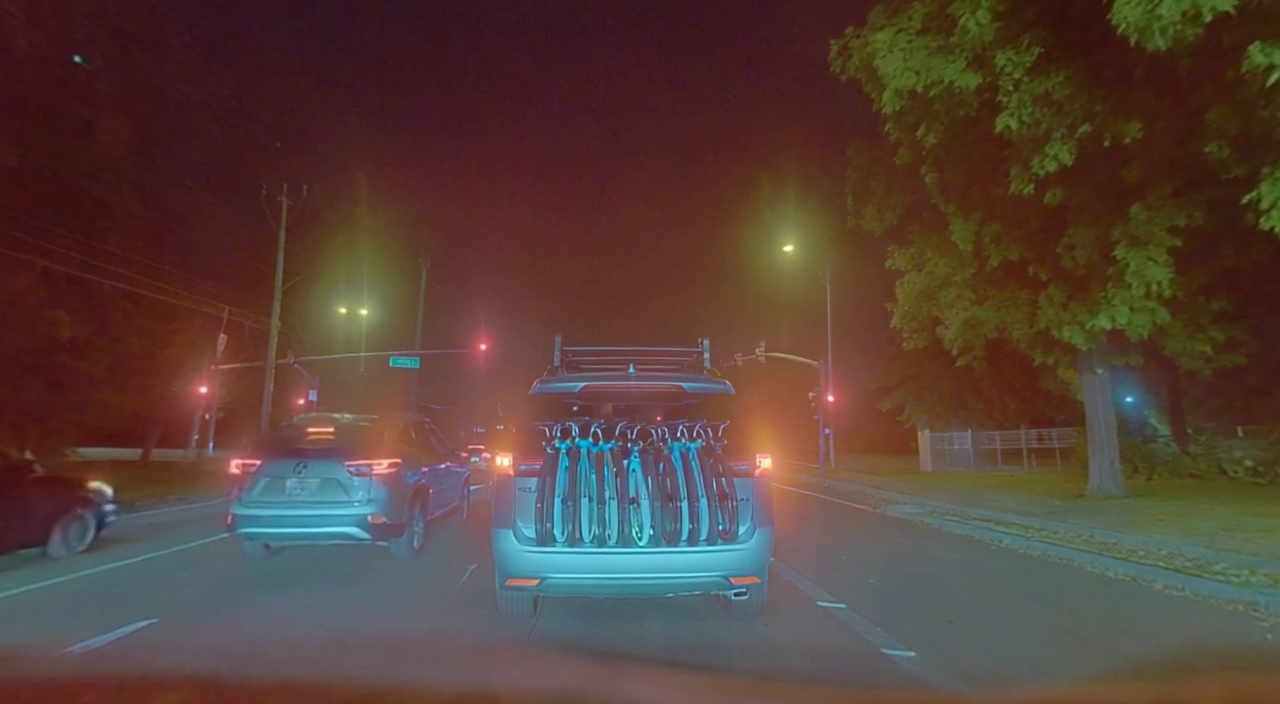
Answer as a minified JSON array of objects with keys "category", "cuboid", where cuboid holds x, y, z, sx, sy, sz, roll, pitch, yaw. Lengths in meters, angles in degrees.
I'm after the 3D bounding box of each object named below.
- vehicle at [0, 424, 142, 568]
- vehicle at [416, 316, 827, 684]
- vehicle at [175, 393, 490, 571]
[{"category":"vehicle","cuboid":[-7.785,1.461,6.252,2.024,1.511,4.550,0,-8,-1]},{"category":"vehicle","cuboid":[-0.230,1.160,5.998,2.333,2.087,4.586,0,-8,-4]},{"category":"vehicle","cuboid":[-3.888,1.772,9.457,2.337,1.858,5.409,1,-8,-5]}]
